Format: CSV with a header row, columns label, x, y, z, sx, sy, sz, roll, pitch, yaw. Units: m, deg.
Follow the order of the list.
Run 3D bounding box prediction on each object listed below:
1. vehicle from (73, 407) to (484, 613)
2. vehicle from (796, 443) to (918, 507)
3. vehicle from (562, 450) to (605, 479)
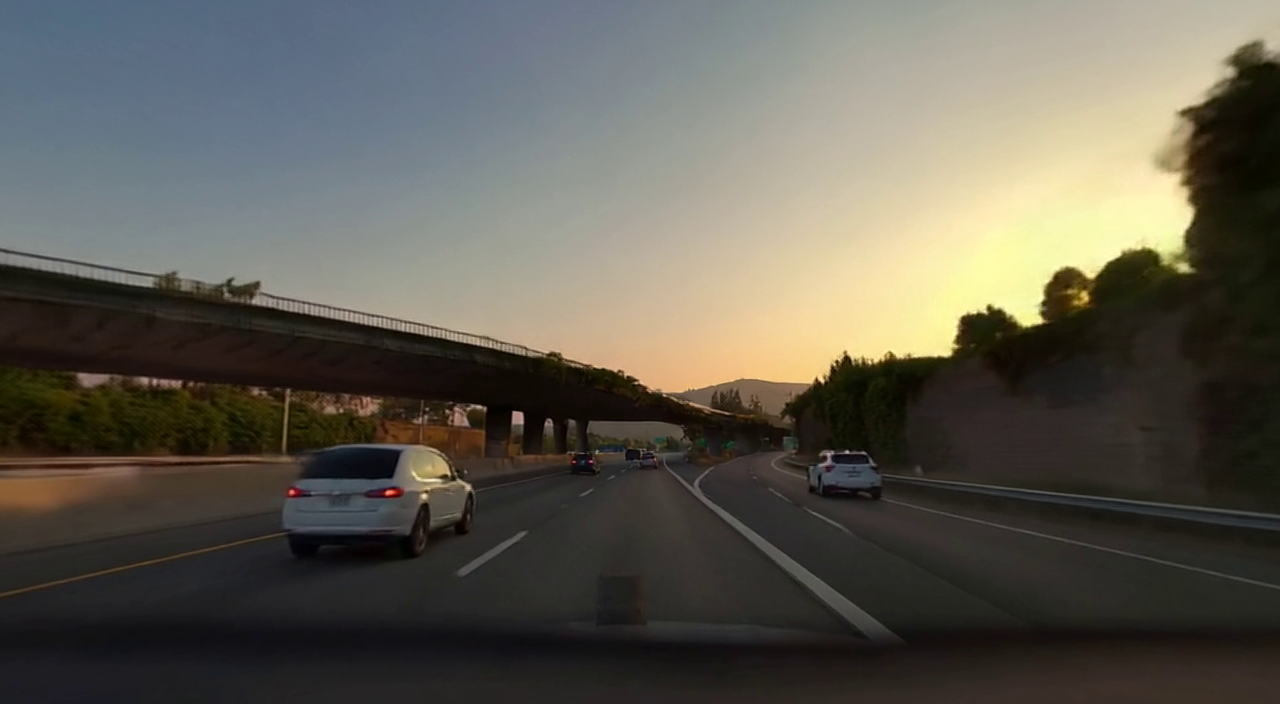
label,x,y,z,sx,sy,sz,roll,pitch,yaw
vehicle,-3.549,1.653,7.468,2.263,1.696,4.321,0,-9,0
vehicle,5.914,3.405,17.884,2.020,1.548,4.715,0,-9,4
vehicle,-3.168,6.369,36.034,1.997,1.540,3.906,0,-9,1
